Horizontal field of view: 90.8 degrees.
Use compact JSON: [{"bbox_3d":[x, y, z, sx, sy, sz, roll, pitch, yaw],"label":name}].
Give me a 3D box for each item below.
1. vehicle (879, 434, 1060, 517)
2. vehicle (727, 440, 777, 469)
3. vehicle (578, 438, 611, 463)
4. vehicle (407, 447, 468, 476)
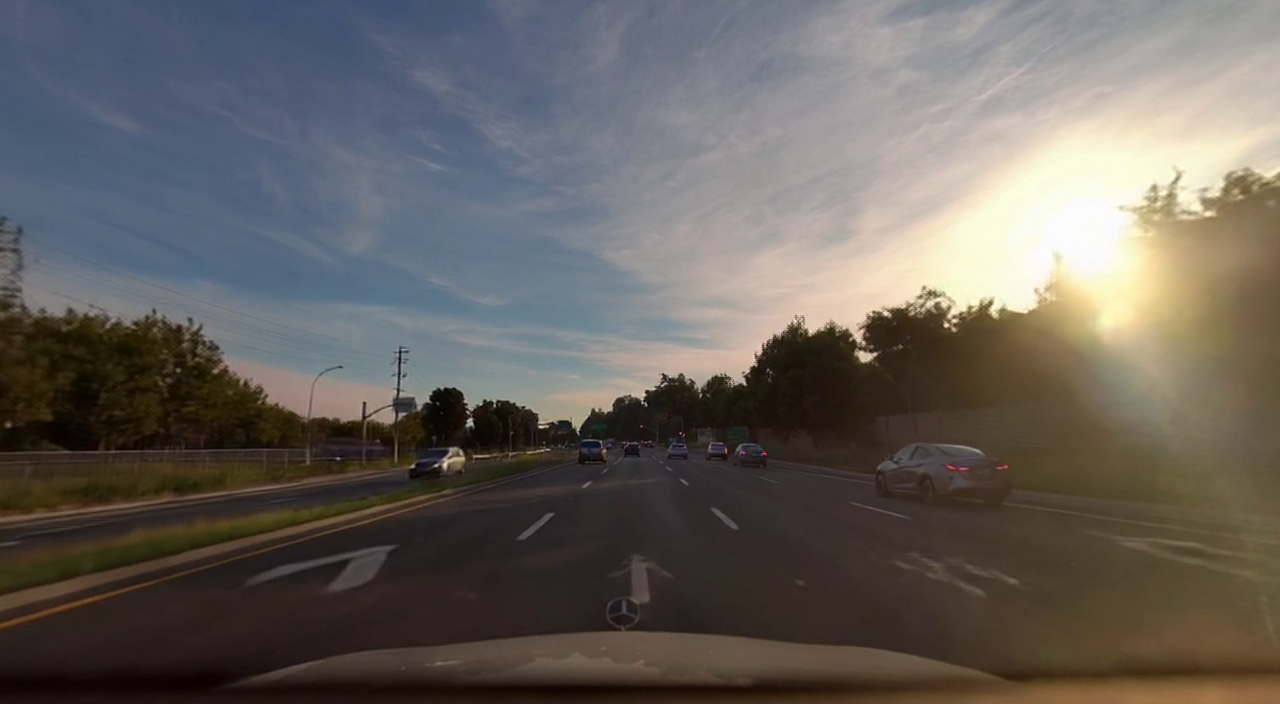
[{"bbox_3d":[6.806,2.559,13.573,1.838,1.518,3.713,0,-8,-1],"label":"vehicle"},{"bbox_3d":[6.434,5.940,36.837,1.987,1.597,4.463,0,-8,-1],"label":"vehicle"},{"bbox_3d":[-3.439,7.549,48.538,2.230,1.827,4.406,0,-8,0],"label":"vehicle"},{"bbox_3d":[-11.179,6.049,35.188,1.973,1.536,3.872,0,-8,3],"label":"vehicle"}]
